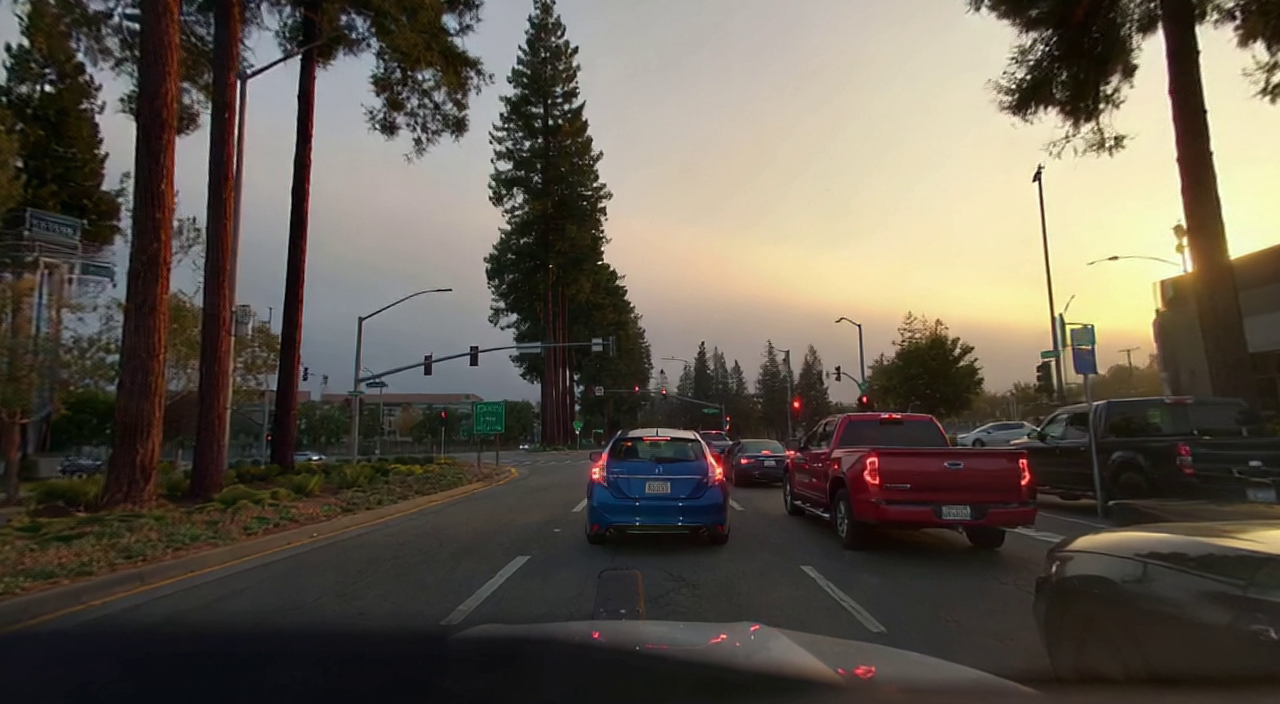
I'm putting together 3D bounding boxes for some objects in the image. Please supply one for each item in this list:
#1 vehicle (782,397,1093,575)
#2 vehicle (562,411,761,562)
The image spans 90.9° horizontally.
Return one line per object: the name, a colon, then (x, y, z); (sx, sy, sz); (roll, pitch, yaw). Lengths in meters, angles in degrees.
vehicle: (3.389, 1.627, 8.377); (2.099, 1.725, 4.290); (0, -8, 1)
vehicle: (0.247, 1.772, 8.978); (2.168, 1.641, 4.039); (0, -8, 0)
